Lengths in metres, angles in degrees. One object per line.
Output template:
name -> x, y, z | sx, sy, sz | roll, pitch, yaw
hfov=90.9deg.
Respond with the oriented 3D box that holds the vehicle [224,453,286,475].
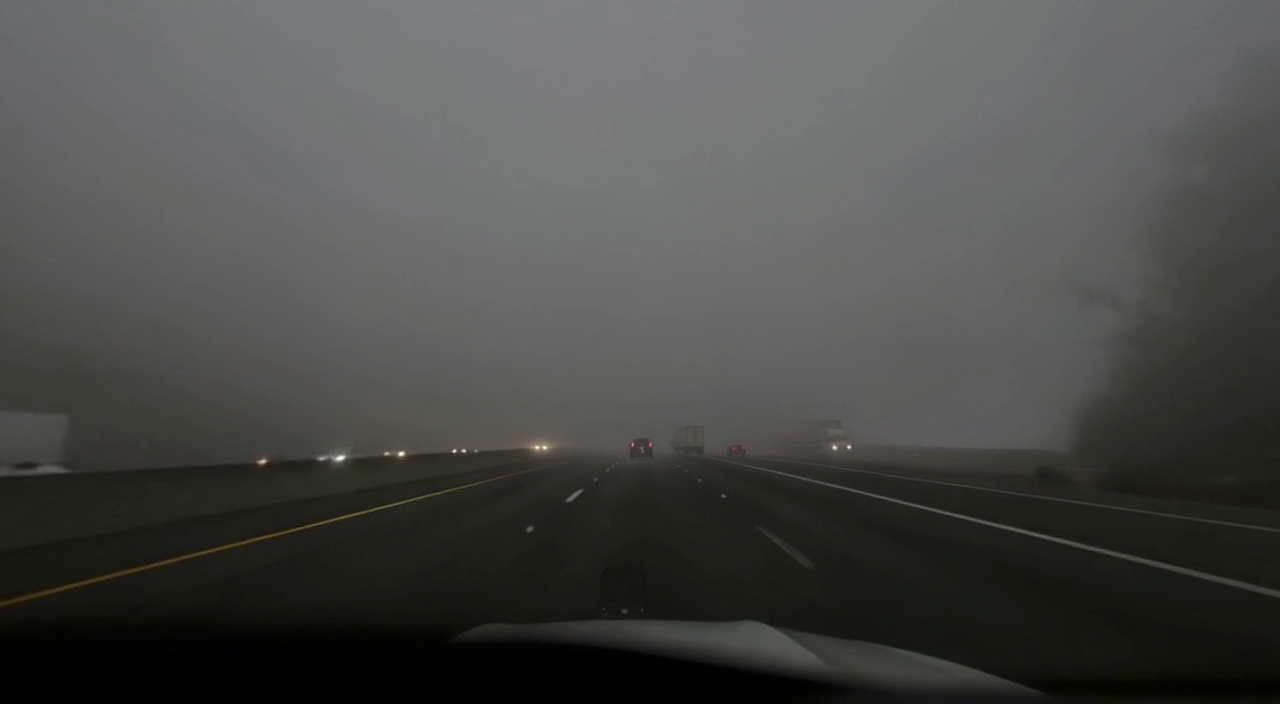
vehicle -> -28.723, 8.356, 47.201 | 1.861, 1.475, 4.425 | 0, -8, -1
